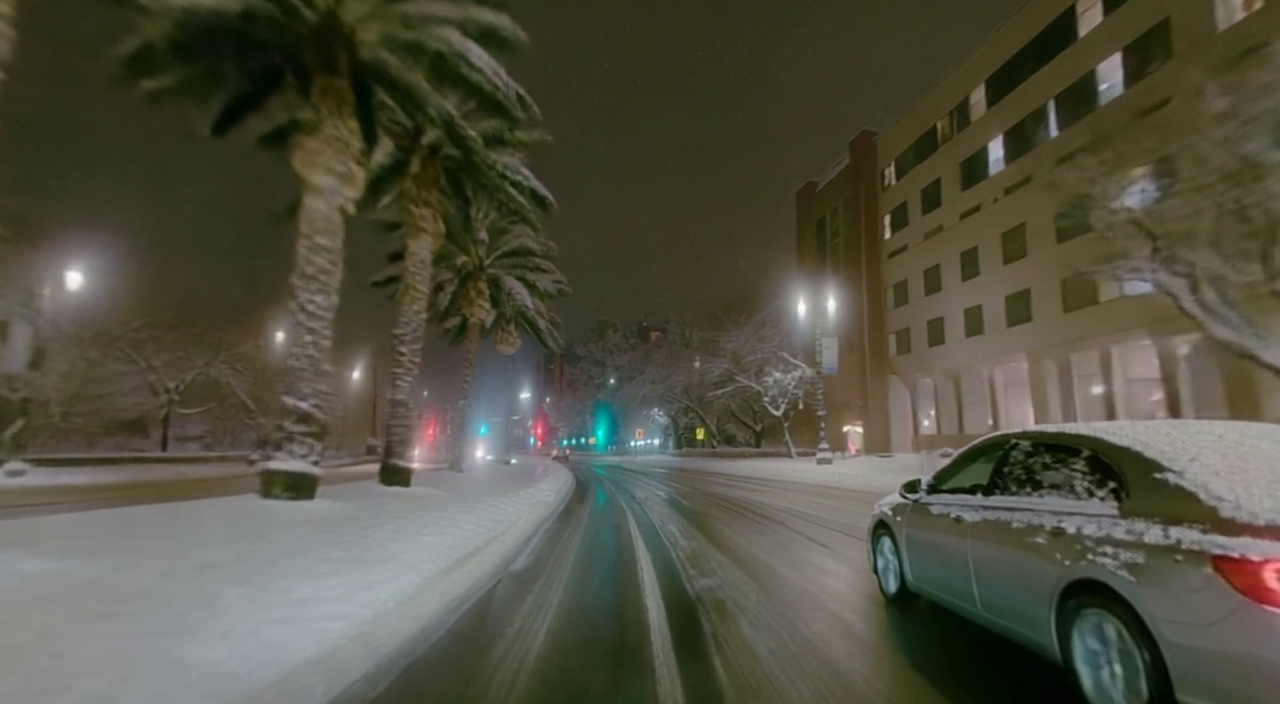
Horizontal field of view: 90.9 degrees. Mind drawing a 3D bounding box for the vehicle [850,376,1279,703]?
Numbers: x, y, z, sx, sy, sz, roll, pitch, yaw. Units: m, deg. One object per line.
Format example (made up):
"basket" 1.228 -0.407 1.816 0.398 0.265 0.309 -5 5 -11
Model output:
"vehicle" 3.113 1.158 4.178 1.867 1.554 4.301 0 -8 -1
